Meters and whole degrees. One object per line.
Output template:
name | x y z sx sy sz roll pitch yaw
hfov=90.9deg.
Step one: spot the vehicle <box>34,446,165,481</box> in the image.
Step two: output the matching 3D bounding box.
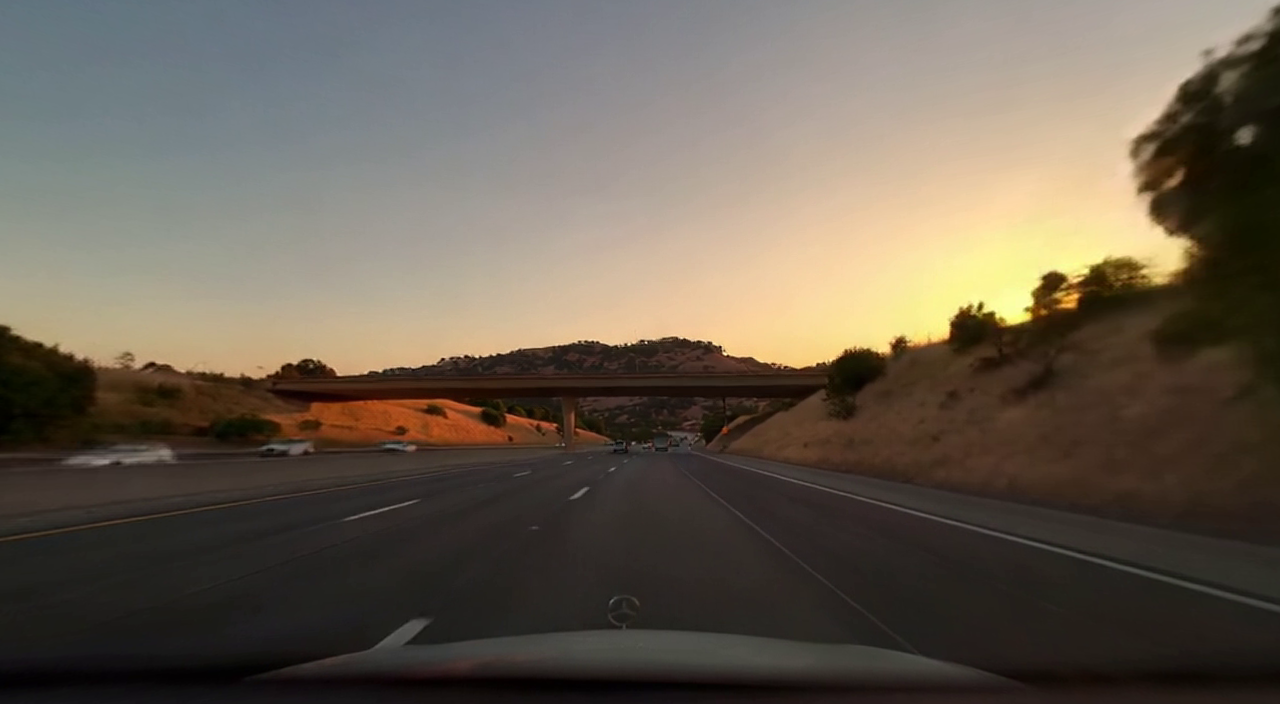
vehicle | -24.256 4.997 28.556 1.869 1.454 4.509 0 -9 1
